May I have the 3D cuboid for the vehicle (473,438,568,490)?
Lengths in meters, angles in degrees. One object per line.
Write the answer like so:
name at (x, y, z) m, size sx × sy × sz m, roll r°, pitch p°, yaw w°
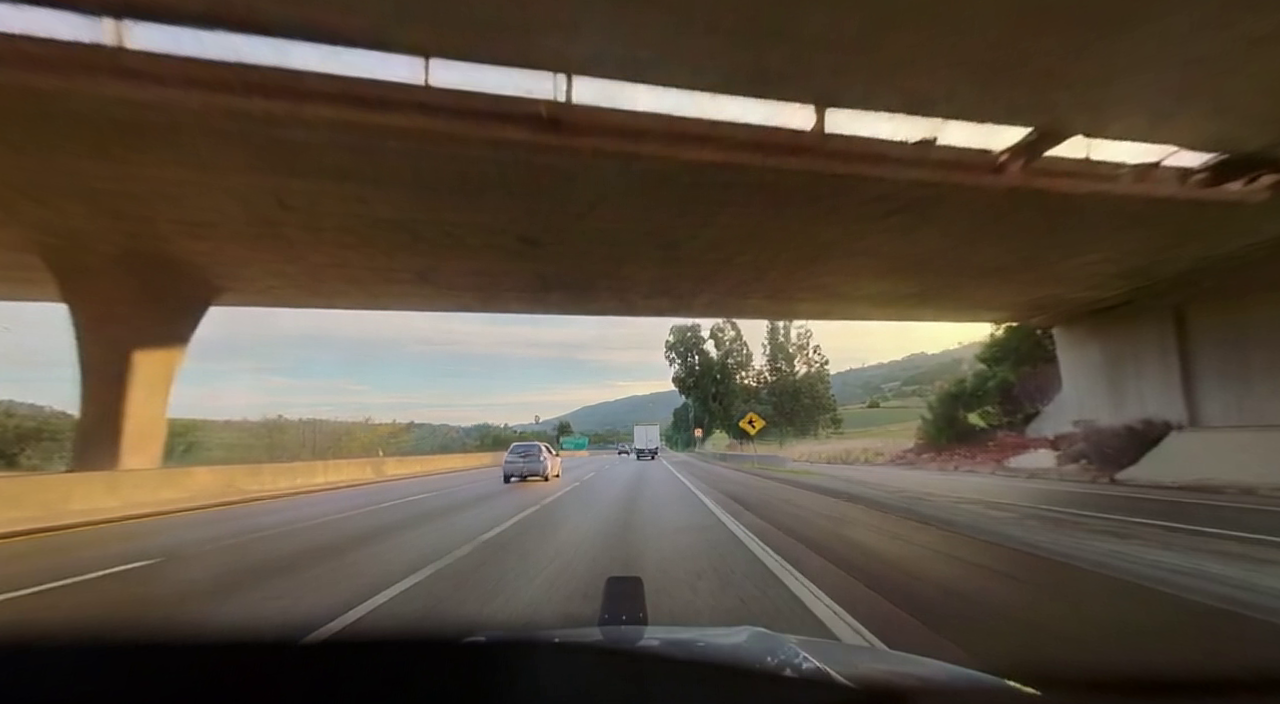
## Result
vehicle at (-4.022, 3.885, 22.175) m, size 2.235 × 1.593 × 5.077 m, roll 0°, pitch -9°, yaw 1°
